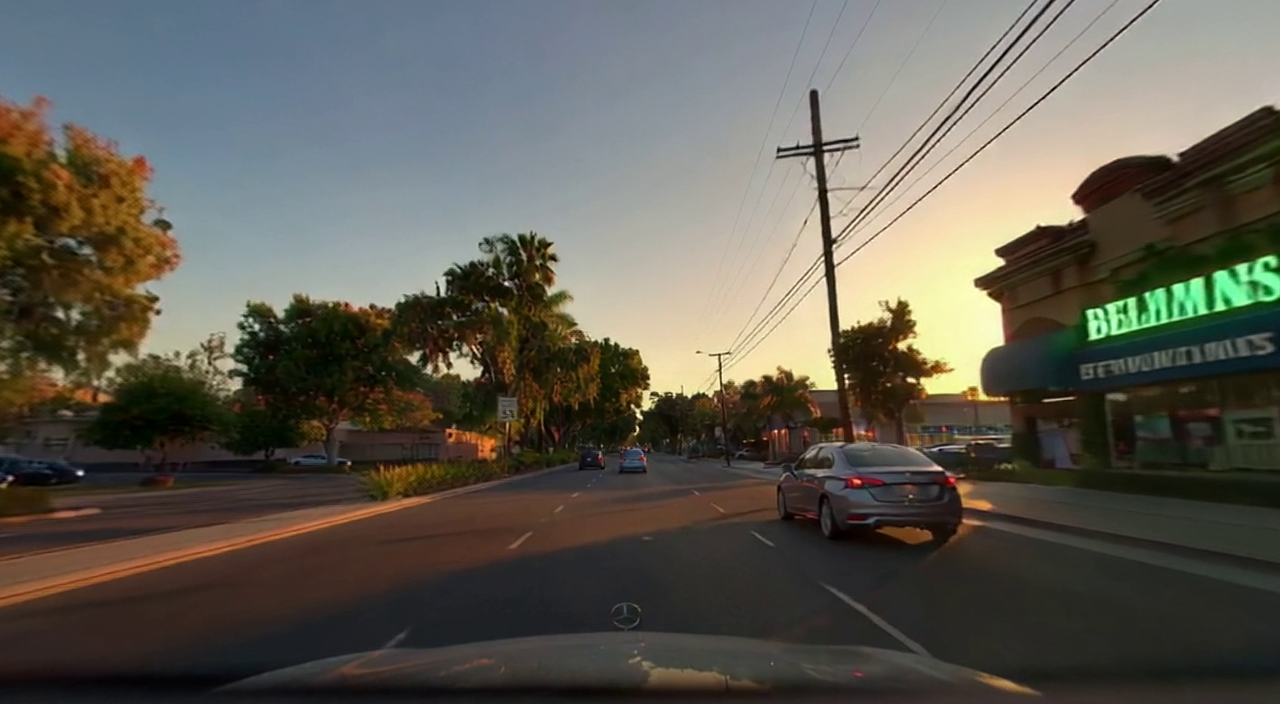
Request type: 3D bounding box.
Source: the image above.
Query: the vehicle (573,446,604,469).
[{"bbox_3d":[-3.969,8.264,49.627,2.071,1.744,4.500,0,-9,0],"label":"vehicle"}]

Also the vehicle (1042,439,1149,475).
[{"bbox_3d":[20.729,4.800,28.956,1.909,1.511,3.835,0,-9,-2],"label":"vehicle"}]

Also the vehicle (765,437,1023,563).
[{"bbox_3d":[3.571,2.168,10.061,2.090,1.503,4.566,0,-9,-2],"label":"vehicle"}]

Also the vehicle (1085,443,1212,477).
[{"bbox_3d":[23.170,4.926,29.045,2.094,1.433,4.216,0,-9,-5],"label":"vehicle"}]

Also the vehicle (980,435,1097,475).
[{"bbox_3d":[18.067,4.716,29.021,2.005,1.635,4.944,0,-9,-2],"label":"vehicle"}]

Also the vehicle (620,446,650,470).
[{"bbox_3d":[-0.392,7.598,45.380,2.102,1.653,3.698,0,-9,-1],"label":"vehicle"}]
